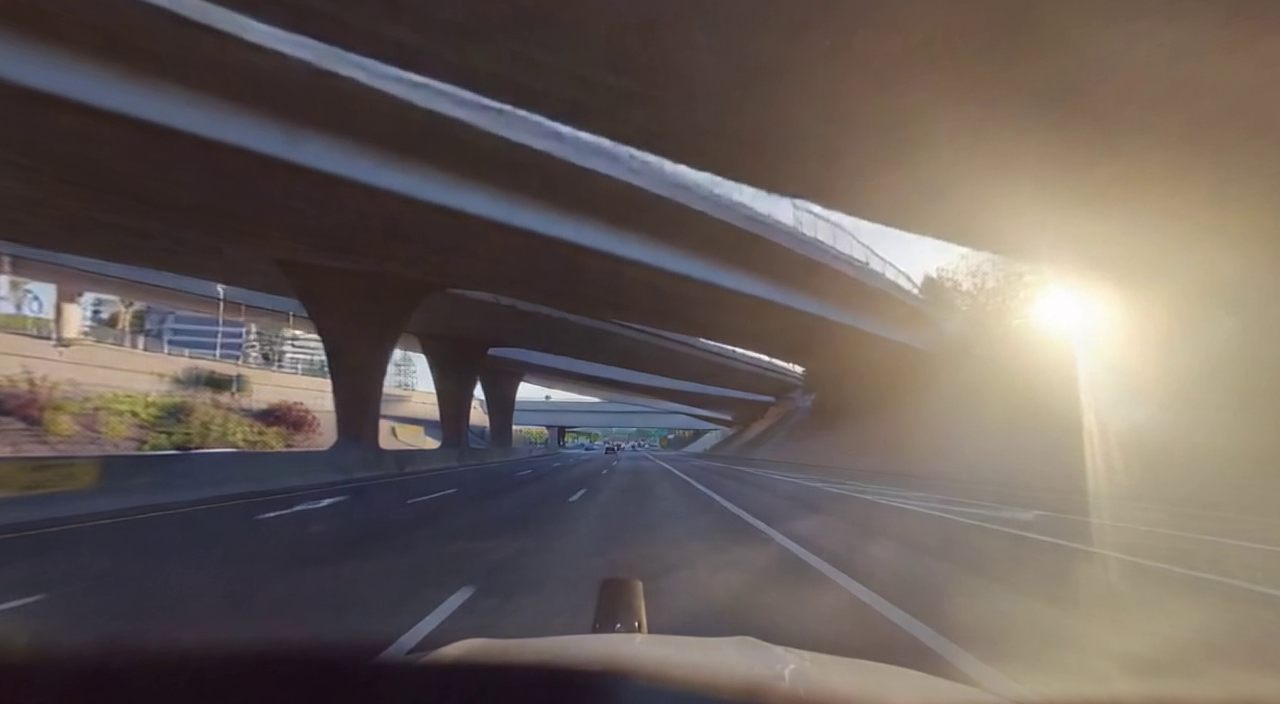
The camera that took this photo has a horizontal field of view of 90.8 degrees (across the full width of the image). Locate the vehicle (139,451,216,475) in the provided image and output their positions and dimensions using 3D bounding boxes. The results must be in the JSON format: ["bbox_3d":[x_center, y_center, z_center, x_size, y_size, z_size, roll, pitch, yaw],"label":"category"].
[{"bbox_3d":[-31.932,7.637,43.841,1.831,1.519,4.814,0,-9,-2],"label":"vehicle"}]
